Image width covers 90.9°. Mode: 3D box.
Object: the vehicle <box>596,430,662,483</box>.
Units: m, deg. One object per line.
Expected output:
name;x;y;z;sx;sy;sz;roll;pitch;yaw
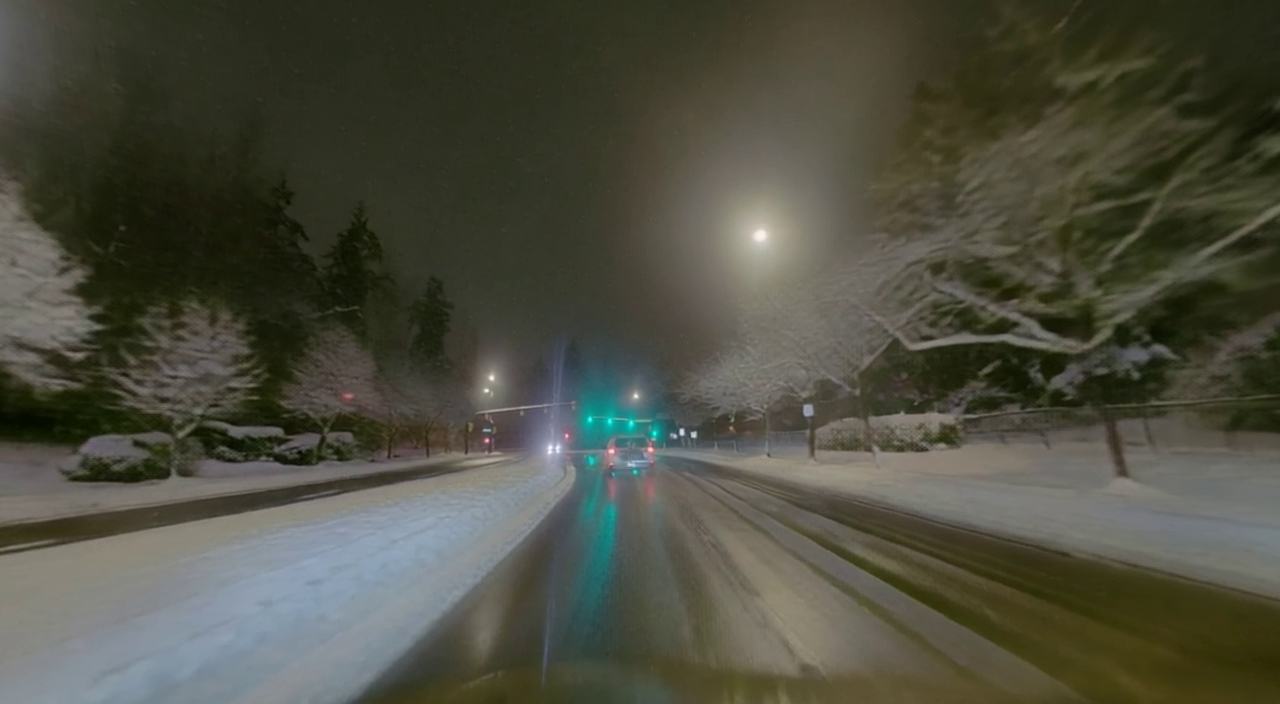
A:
vehicle;-0.402;3.811;23.195;2.192;1.734;4.176;0;-8;-1
